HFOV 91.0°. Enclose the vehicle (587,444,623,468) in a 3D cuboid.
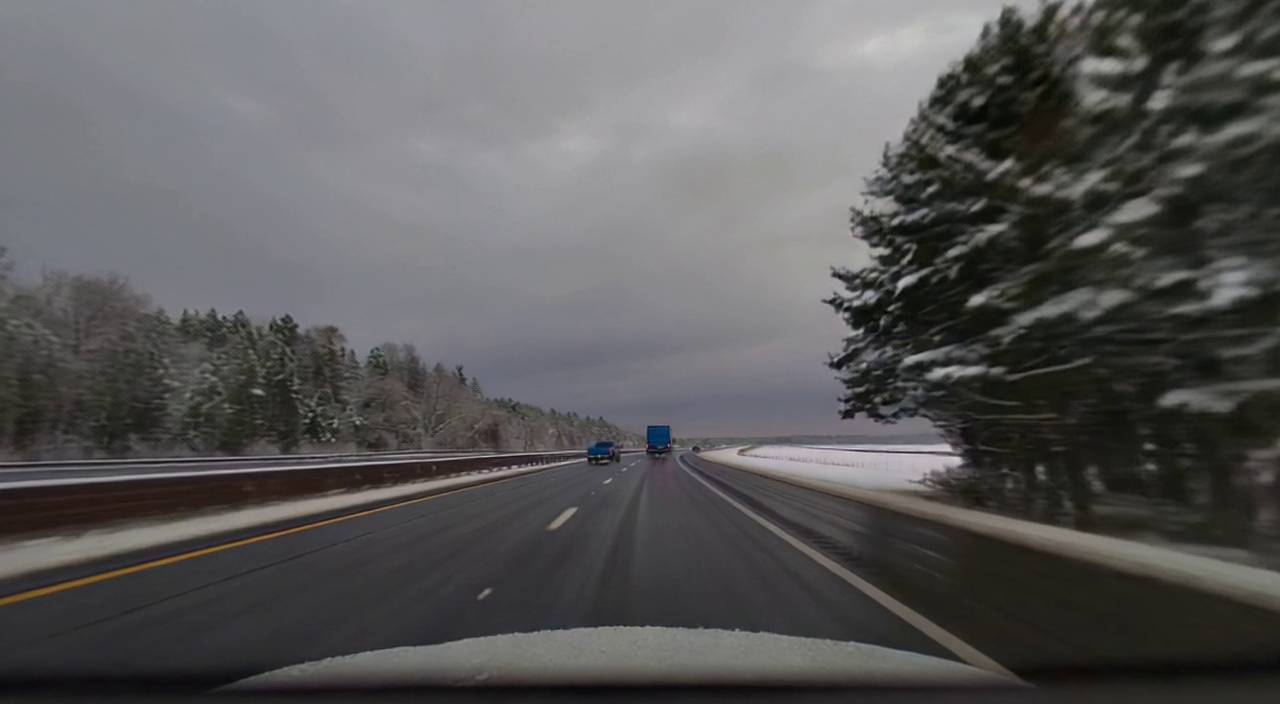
[{"bbox_3d":[-2.384,7.225,43.909,2.199,1.555,4.451,0,-9,1],"label":"vehicle"}]
